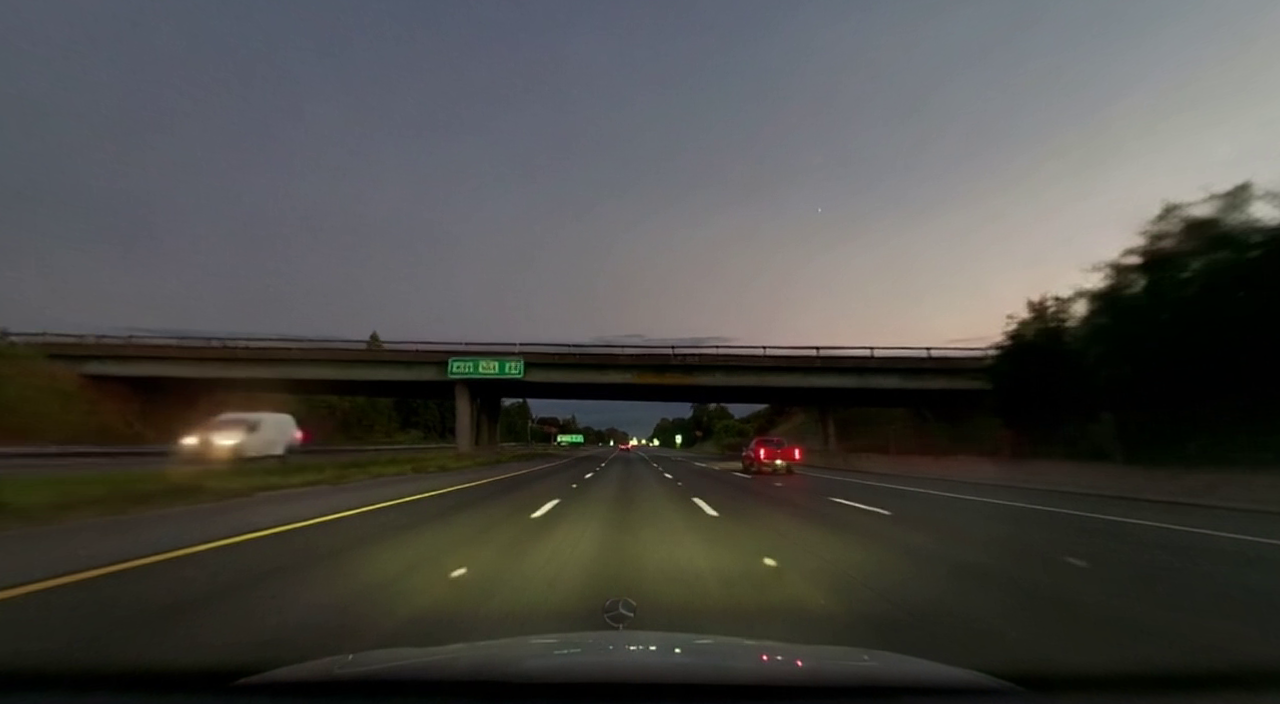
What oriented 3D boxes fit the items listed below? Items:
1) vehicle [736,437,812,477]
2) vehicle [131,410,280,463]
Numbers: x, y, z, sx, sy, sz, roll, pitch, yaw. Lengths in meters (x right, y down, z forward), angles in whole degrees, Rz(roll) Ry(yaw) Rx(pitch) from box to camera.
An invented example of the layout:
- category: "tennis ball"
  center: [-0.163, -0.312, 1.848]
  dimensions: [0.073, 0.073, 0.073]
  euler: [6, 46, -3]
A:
- category: "vehicle"
  center: [6.578, 5.243, 31.851]
  dimensions: [2.395, 1.819, 6.086]
  euler: [0, -9, -1]
- category: "vehicle"
  center: [-15.871, 3.189, 23.507]
  dimensions: [1.995, 1.738, 4.993]
  euler: [0, -9, -1]
